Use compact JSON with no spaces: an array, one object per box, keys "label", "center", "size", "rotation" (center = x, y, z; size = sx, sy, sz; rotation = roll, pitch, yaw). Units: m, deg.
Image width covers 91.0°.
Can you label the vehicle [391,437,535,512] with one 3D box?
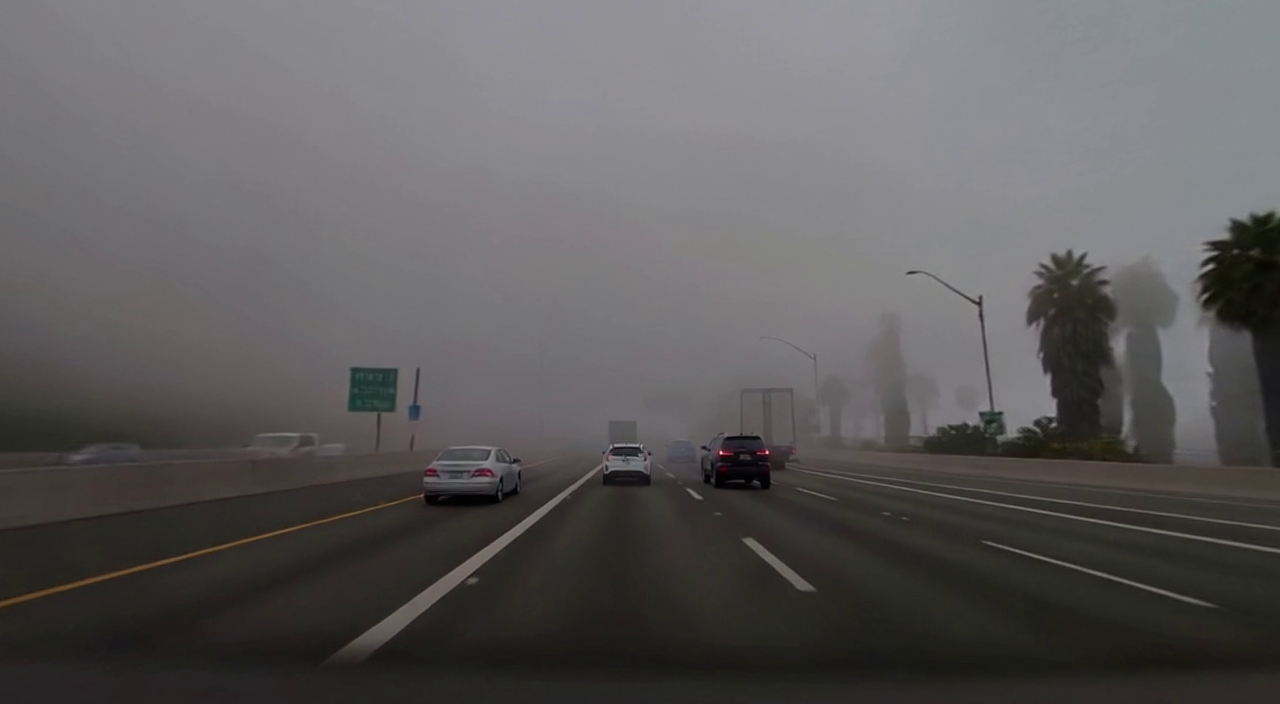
[{"label":"vehicle","center":[-3.784,2.684,14.385],"size":[1.998,1.423,4.436],"rotation":[0,-8,0]}]

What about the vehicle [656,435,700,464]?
[{"label":"vehicle","center":[2.492,6.625,42.965],"size":[2.476,1.843,5.652],"rotation":[0,-8,-1]}]

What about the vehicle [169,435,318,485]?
[{"label":"vehicle","center":[-15.686,4.290,25.452],"size":[2.476,1.741,5.764],"rotation":[0,-8,-3]}]

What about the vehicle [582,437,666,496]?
[{"label":"vehicle","center":[-0.437,3.194,18.004],"size":[2.136,1.470,3.971],"rotation":[0,-8,-1]}]

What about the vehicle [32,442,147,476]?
[{"label":"vehicle","center":[-30.434,5.887,35.053],"size":[2.150,1.728,4.872],"rotation":[0,-8,-3]}]

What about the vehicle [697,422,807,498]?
[{"label":"vehicle","center":[3.011,3.042,18.075],"size":[2.173,1.870,4.499],"rotation":[0,-8,-2]}]
